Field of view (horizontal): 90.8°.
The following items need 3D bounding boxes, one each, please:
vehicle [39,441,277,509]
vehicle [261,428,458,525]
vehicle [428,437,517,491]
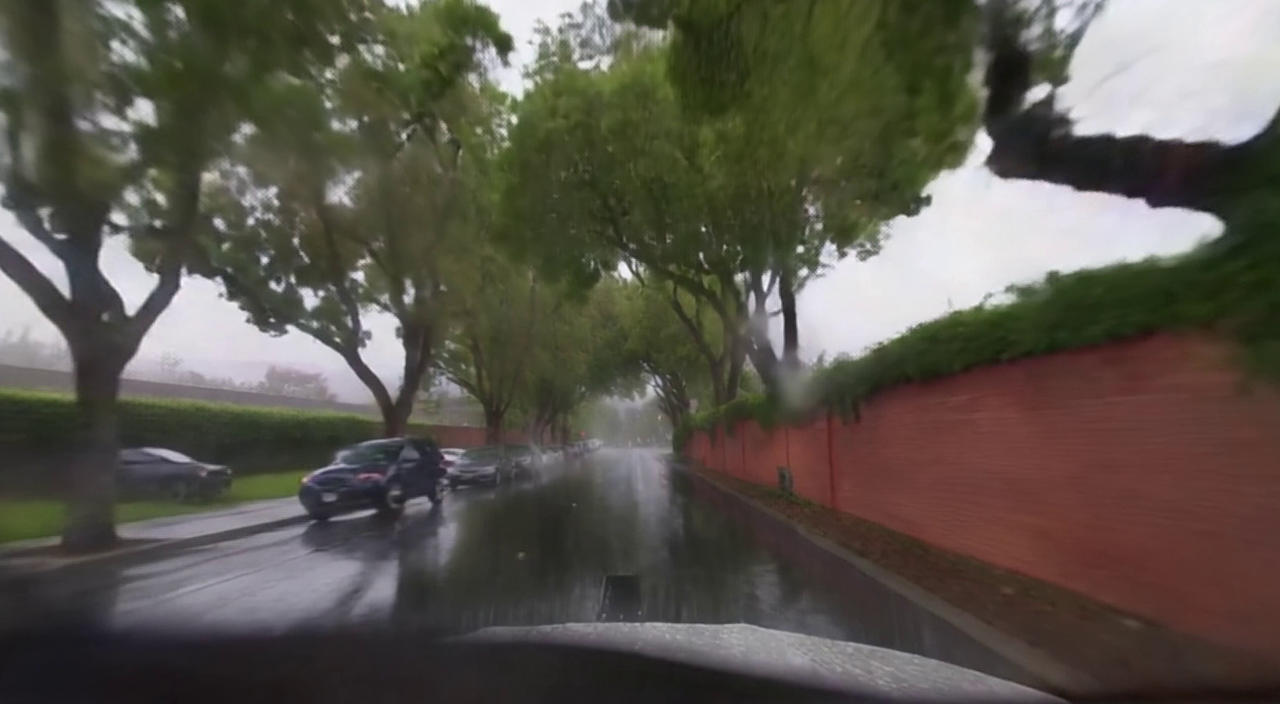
[{"bbox_3d":[-13.316,3.393,17.724,4.991,1.692,1.960,1,-8,0],"label":"vehicle"},{"bbox_3d":[-6.202,2.764,14.975,2.109,1.847,5.553,0,-7,0],"label":"vehicle"},{"bbox_3d":[-6.295,4.212,24.388,2.009,1.820,4.821,1,-8,1],"label":"vehicle"}]
